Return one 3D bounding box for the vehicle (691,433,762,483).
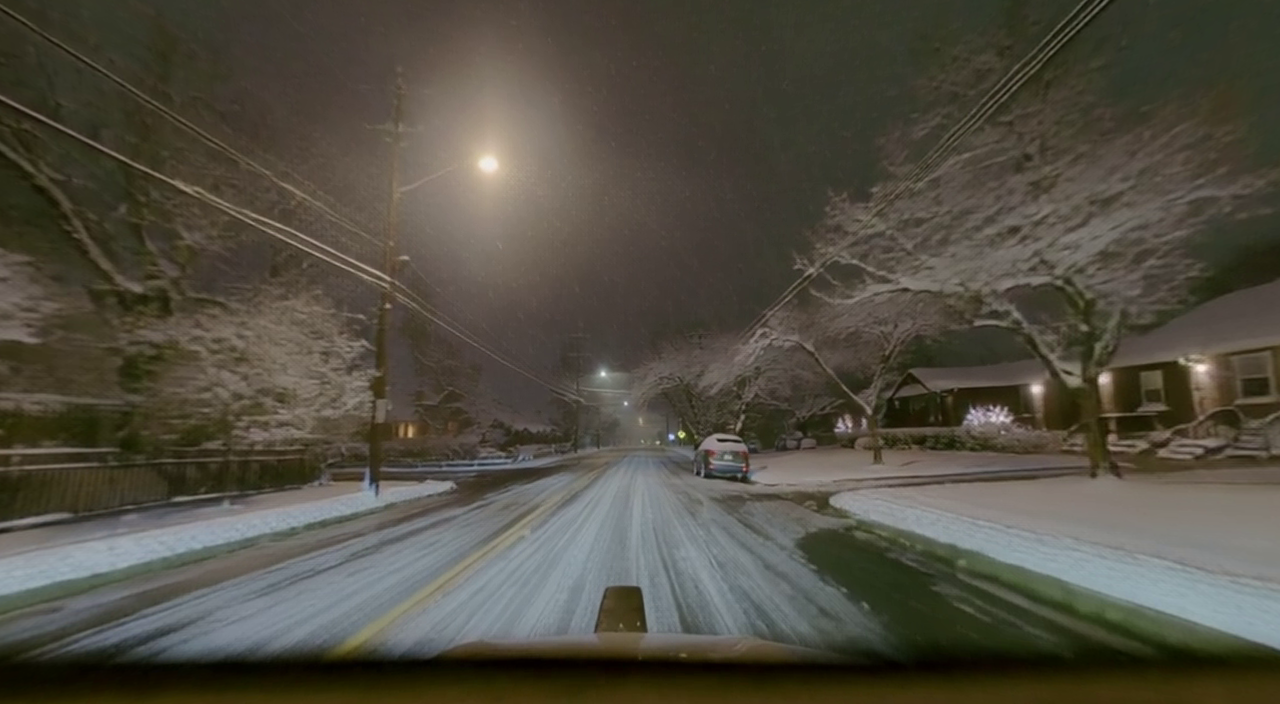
[{"bbox_3d":[3.179,4.009,24.202,2.086,1.726,4.384,0,-8,0],"label":"vehicle"}]
